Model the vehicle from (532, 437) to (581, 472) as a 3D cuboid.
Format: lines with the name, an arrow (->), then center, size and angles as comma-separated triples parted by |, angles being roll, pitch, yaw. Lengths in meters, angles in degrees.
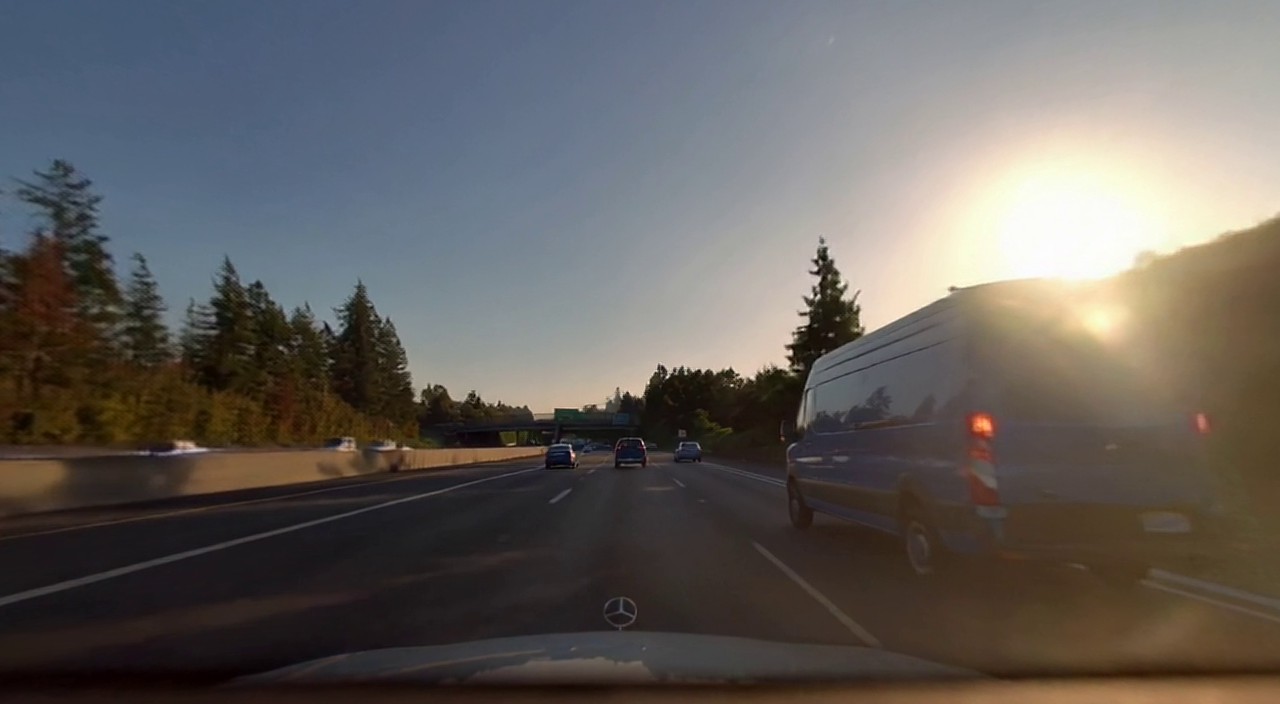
vehicle -> -4.344, 5.408, 33.524 | 2.023, 1.709, 4.263 | 0, -8, 0

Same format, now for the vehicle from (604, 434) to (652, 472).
vehicle -> -0.588, 5.212, 32.748 | 2.297, 1.783, 4.355 | 0, -8, -1

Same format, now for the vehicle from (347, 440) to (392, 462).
vehicle -> -18.448, 6.755, 43.273 | 1.573, 1.473, 3.348 | 0, -8, 0

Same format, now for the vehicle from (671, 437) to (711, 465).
vehicle -> 3.323, 6.551, 41.858 | 2.160, 1.759, 4.214 | 0, -8, -2

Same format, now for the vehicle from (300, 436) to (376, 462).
vehicle -> -21.776, 7.015, 45.954 | 2.779, 1.748, 5.743 | 0, -8, -1

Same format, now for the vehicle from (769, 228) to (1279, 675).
vehicle -> 3.541, 1.012, 7.122 | 2.631, 2.709, 6.496 | 0, -8, -1

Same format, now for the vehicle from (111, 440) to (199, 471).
vehicle -> -25.163, 5.369, 32.924 | 1.644, 1.512, 3.678 | 0, -8, -1
